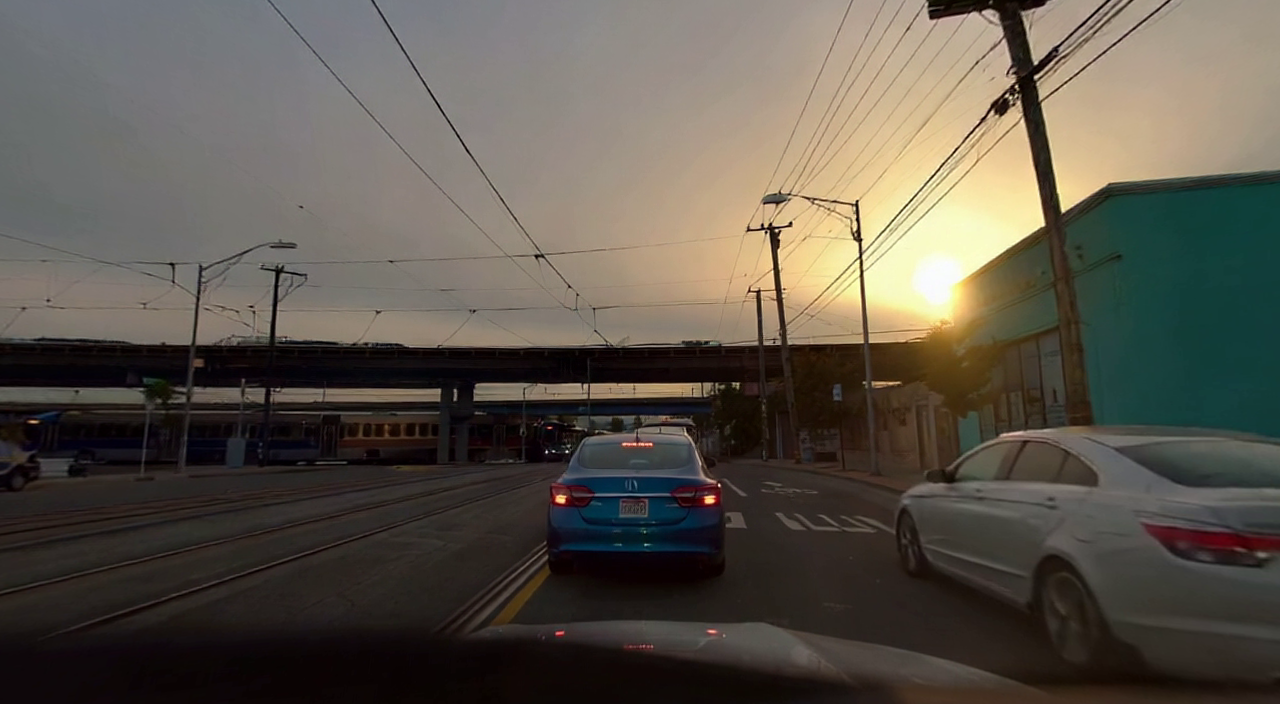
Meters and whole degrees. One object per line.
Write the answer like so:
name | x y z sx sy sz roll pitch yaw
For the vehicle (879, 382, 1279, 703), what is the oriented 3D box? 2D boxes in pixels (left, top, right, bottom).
vehicle | 3.203 1.147 4.122 1.948 1.490 4.405 -1 -9 6

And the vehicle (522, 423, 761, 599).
vehicle | 0.096 1.702 7.608 2.090 1.518 4.033 -1 -9 3

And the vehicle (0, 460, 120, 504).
vehicle | -21.931 4.677 22.838 4.566 1.453 1.935 -1 -9 5
